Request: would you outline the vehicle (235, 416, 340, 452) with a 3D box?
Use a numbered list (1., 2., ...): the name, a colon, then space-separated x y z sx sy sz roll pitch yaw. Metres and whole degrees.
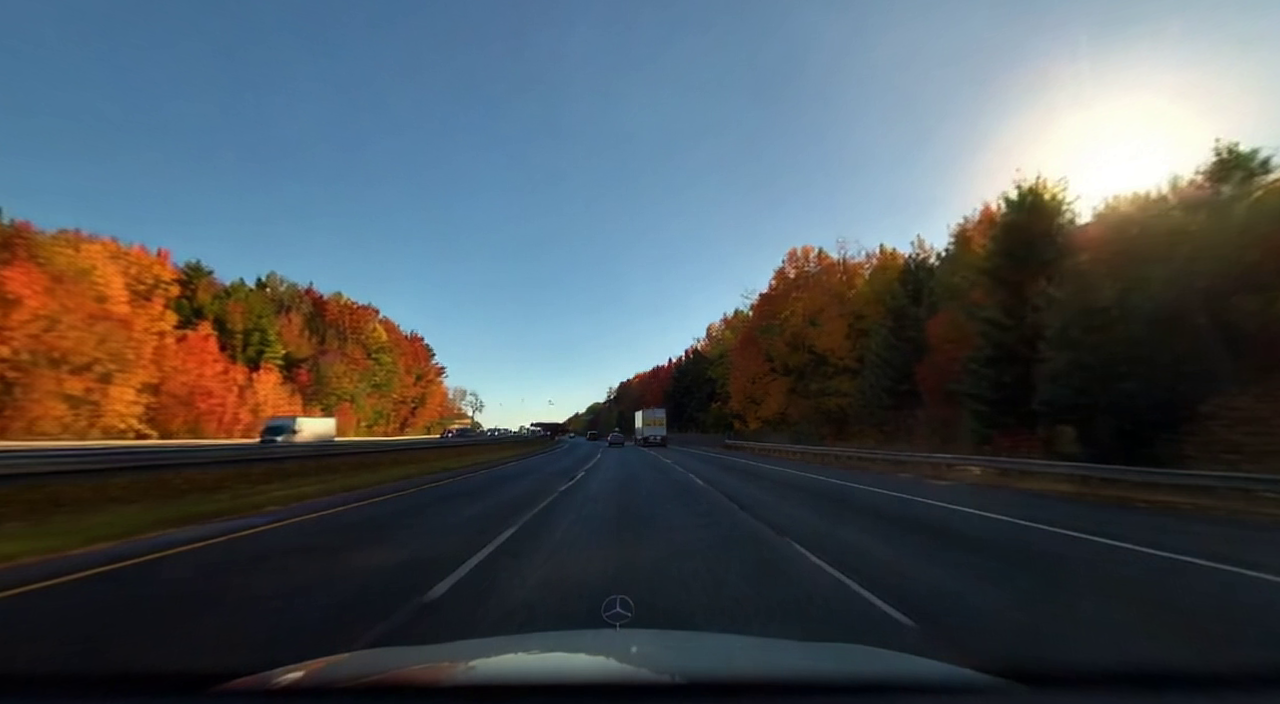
1. vehicle: -21.100 4.990 38.058 2.905 1.965 6.093 0 -8 -1
